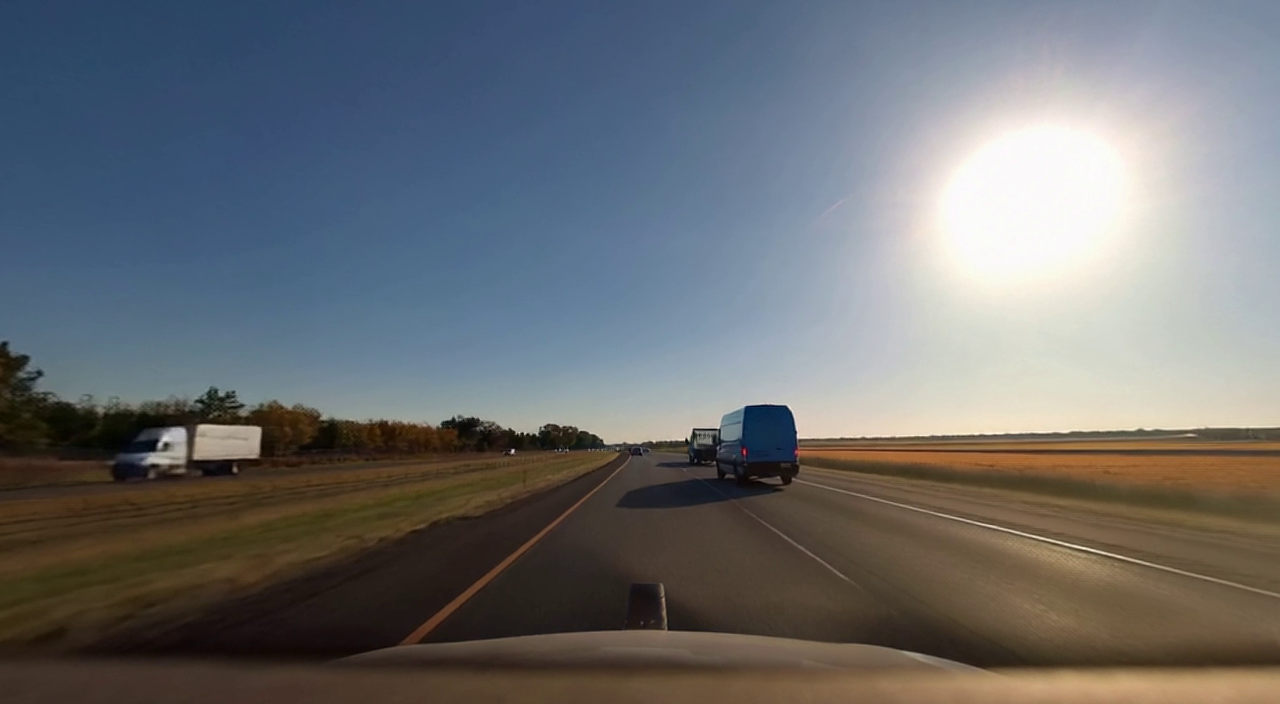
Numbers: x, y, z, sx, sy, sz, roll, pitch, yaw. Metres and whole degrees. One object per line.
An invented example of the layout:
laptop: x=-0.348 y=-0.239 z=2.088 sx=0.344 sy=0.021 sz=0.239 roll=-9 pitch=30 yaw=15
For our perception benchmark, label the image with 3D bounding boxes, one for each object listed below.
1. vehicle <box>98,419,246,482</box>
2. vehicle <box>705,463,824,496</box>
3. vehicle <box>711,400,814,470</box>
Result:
vehicle: x=-32.357 y=6.915 z=44.363 sx=2.897 sy=3.901 sz=9.462 roll=0 pitch=-9 yaw=1
vehicle: x=3.965 y=4.297 z=21.661 sx=2.702 sy=0.824 sz=6.391 roll=0 pitch=-9 yaw=-1
vehicle: x=3.980 y=2.929 z=21.706 sx=2.444 sy=2.053 sz=5.616 roll=0 pitch=-9 yaw=0
